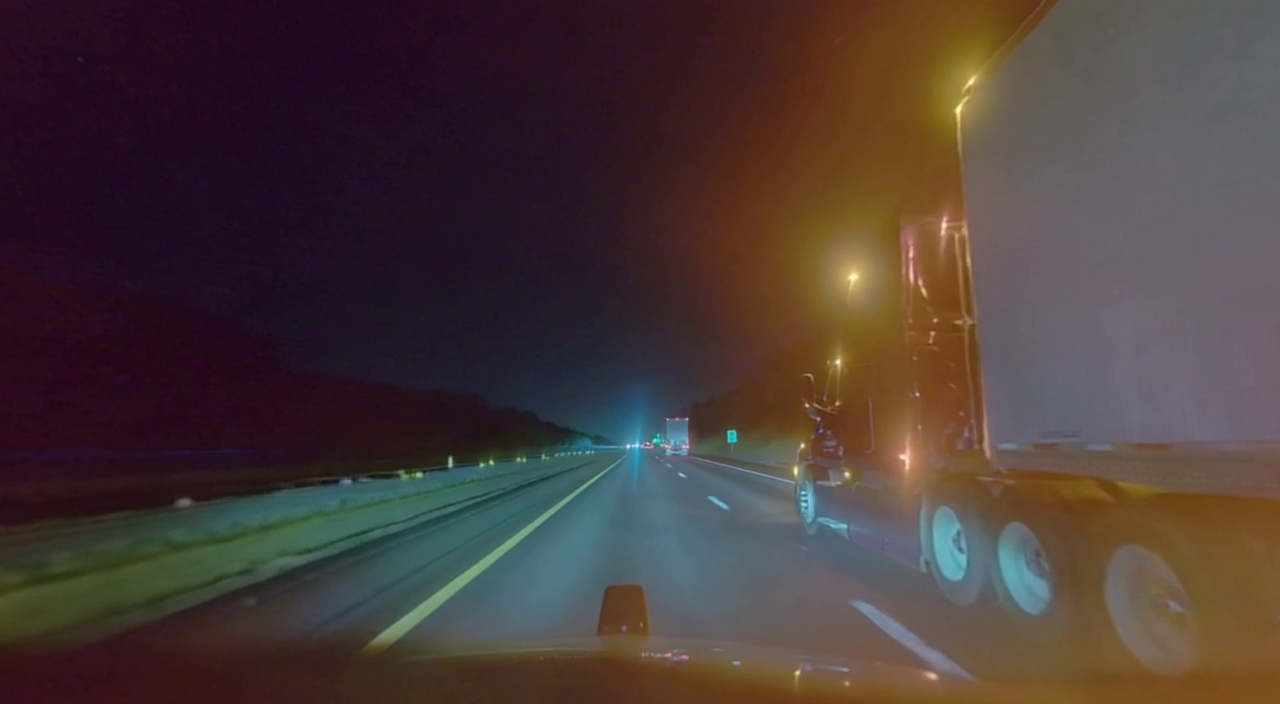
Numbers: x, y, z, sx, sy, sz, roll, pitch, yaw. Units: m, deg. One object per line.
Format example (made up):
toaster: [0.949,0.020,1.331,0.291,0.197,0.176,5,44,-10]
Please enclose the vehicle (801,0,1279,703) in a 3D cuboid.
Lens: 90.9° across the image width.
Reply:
vehicle: [4.063,0.026,4.888,3.080,4.016,9.760,0,-9,1]
